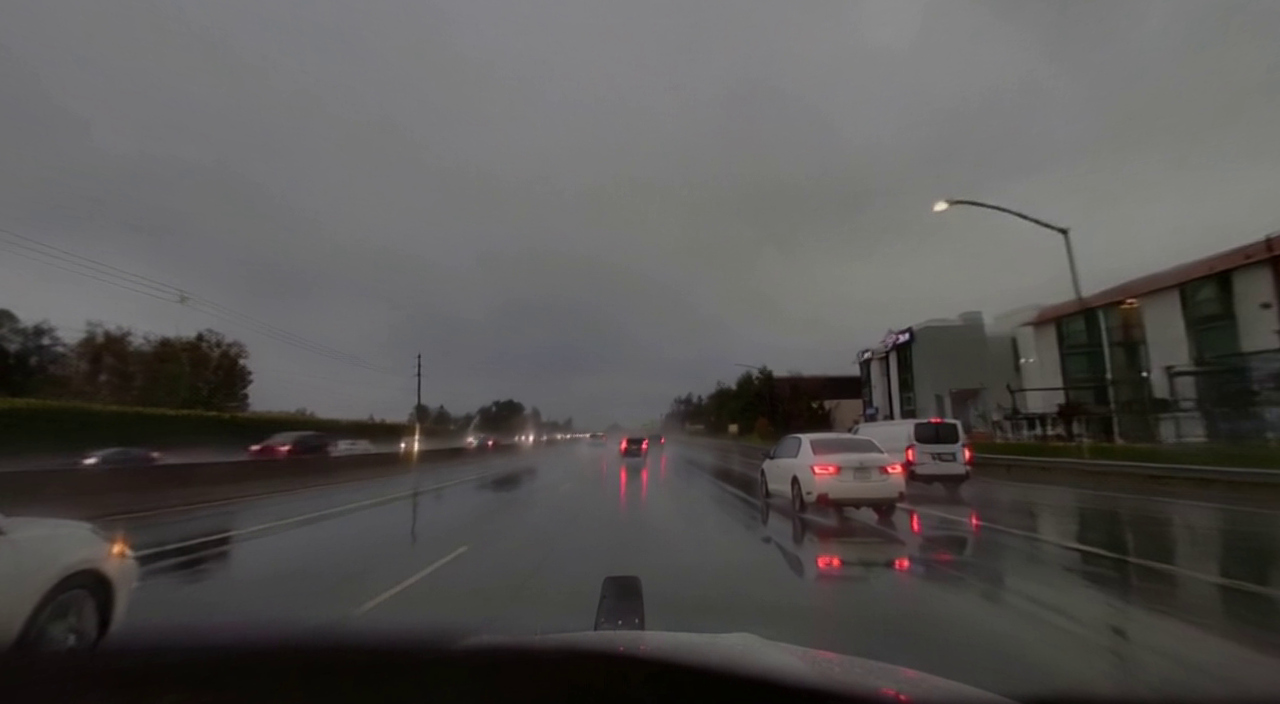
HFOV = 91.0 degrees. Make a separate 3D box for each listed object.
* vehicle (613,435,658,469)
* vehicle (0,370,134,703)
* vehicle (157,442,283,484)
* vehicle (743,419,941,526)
[{"bbox_3d":[-0.231,4.789,30.264,2.019,1.472,3.971,0,-8,-1],"label":"vehicle"},{"bbox_3d":[-4.190,0.653,1.477,2.251,1.575,4.488,0,-8,0],"label":"vehicle"},{"bbox_3d":[-16.379,4.328,24.862,1.864,1.495,4.411,0,-8,1],"label":"vehicle"},{"bbox_3d":[3.308,2.088,11.438,1.995,1.533,4.463,0,-8,-2],"label":"vehicle"}]
